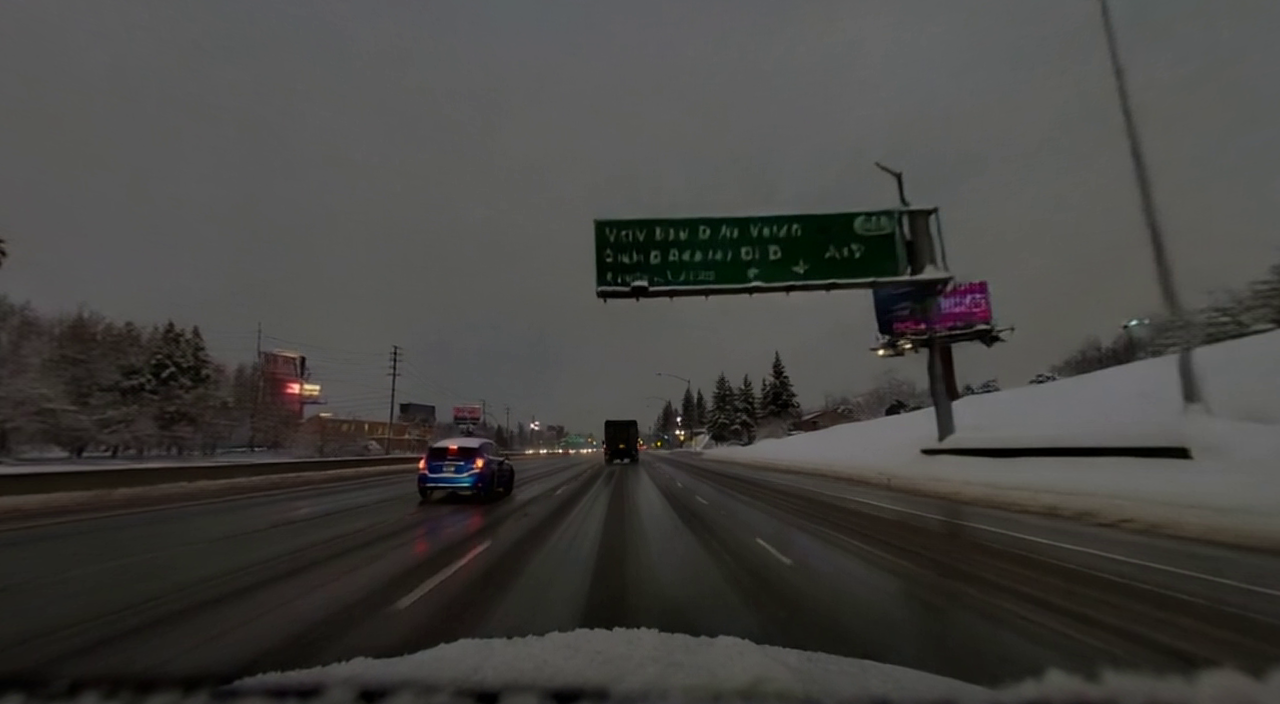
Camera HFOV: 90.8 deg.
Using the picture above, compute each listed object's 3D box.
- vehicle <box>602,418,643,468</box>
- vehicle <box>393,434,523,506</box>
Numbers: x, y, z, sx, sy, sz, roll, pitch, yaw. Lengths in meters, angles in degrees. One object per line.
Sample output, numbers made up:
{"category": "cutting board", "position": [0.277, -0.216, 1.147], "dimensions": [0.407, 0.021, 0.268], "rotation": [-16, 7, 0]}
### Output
{"category": "vehicle", "position": [-1.122, 5.807, 40.286], "dimensions": [2.364, 2.953, 6.495], "rotation": [0, -8, -2]}
{"category": "vehicle", "position": [-4.545, 3.012, 16.667], "dimensions": [2.021, 1.598, 4.887], "rotation": [0, -8, -1]}
